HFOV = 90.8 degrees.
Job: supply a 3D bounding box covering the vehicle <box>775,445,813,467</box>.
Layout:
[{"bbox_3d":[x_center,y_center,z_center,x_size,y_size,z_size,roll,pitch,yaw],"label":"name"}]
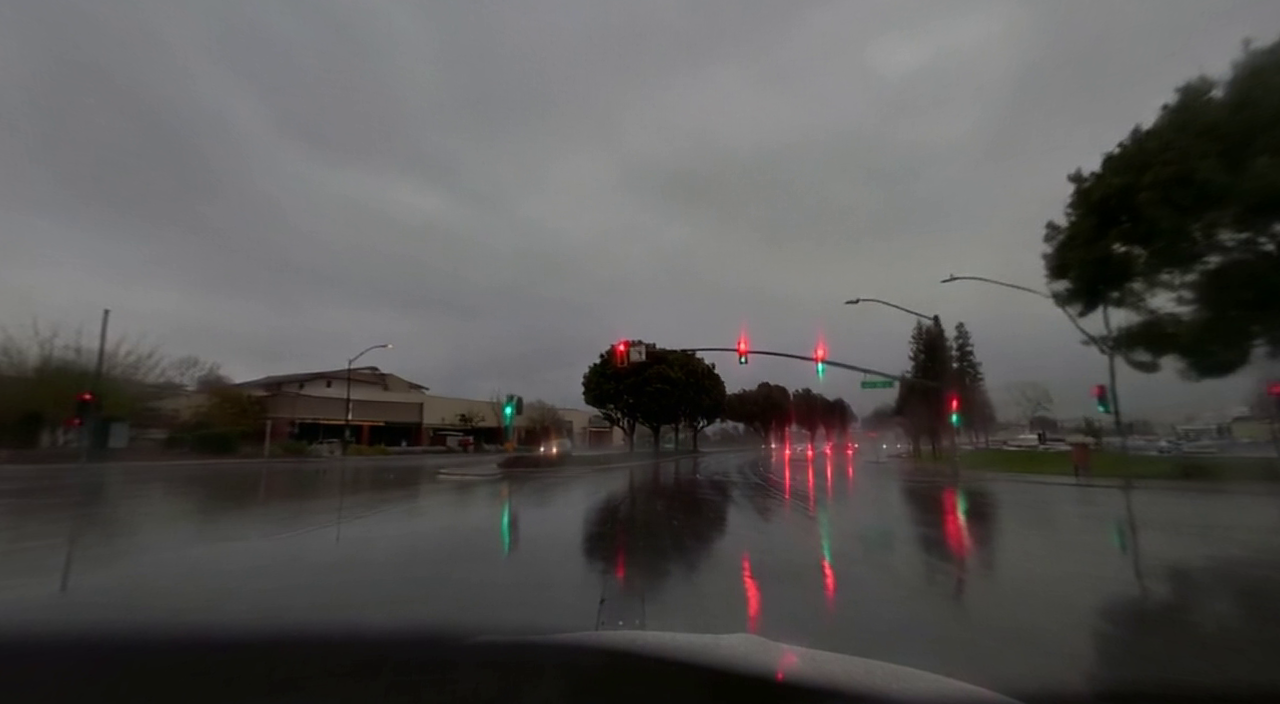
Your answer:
[{"bbox_3d":[10.392,7.031,42.868,1.988,1.460,3.996,-1,-9,7],"label":"vehicle"}]
